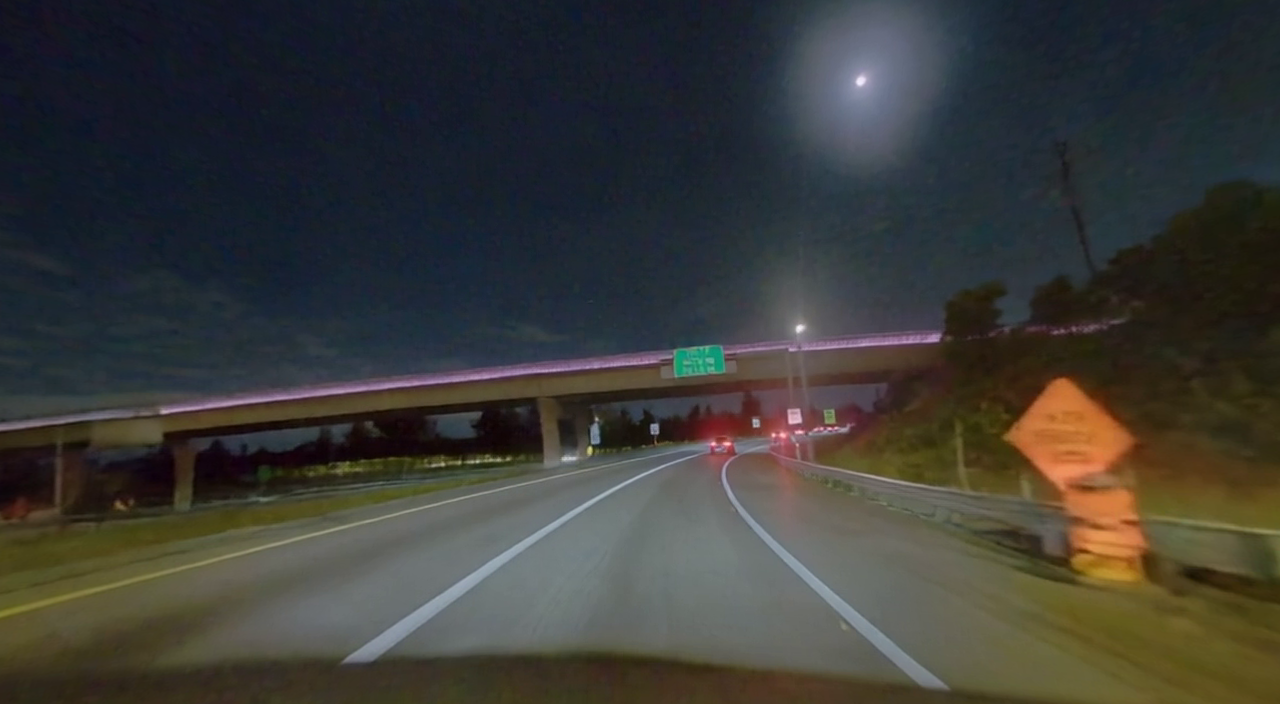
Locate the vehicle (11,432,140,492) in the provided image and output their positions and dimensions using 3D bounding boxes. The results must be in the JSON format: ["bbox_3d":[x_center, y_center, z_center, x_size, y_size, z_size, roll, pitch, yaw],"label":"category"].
[{"bbox_3d":[-31.744,6.187,35.745,3.208,3.081,4.948,2,-9,-13],"label":"vehicle"}]
